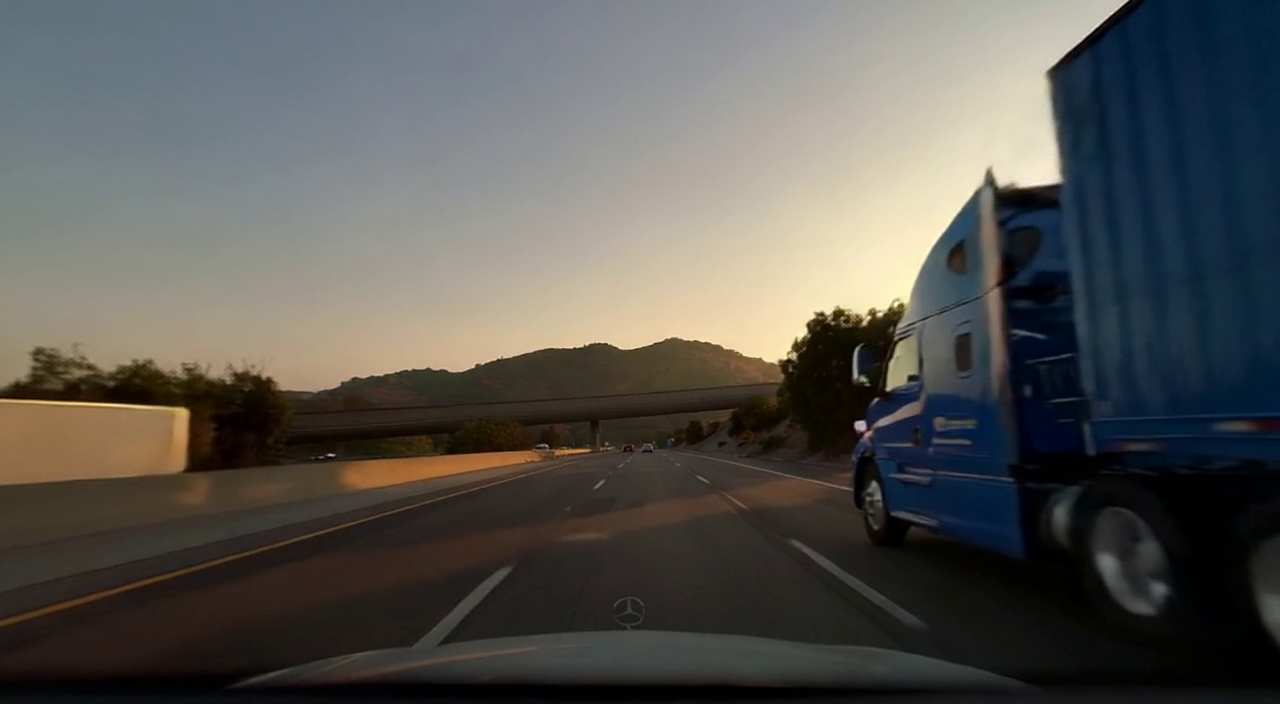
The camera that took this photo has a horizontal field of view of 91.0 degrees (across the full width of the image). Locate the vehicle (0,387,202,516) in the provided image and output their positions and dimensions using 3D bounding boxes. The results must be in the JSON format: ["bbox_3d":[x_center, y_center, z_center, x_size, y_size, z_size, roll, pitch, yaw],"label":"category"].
[{"bbox_3d":[-18.944,3.165,20.221,2.796,3.508,9.370,0,-8,1],"label":"vehicle"}]
